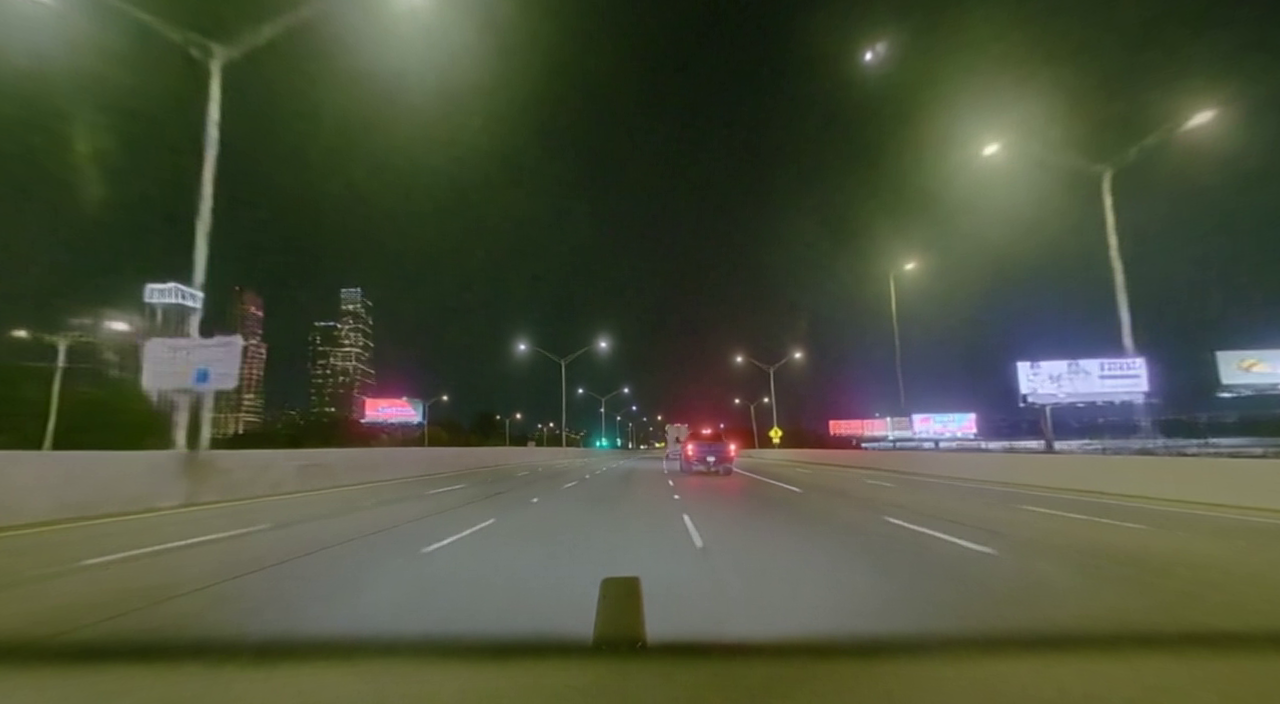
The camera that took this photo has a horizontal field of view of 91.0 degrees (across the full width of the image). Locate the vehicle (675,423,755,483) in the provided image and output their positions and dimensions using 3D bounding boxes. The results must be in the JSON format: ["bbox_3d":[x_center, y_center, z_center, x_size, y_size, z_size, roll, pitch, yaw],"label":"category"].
[{"bbox_3d":[2.899,4.170,26.171,2.740,2.157,6.300,-1,-9,2],"label":"vehicle"}]
